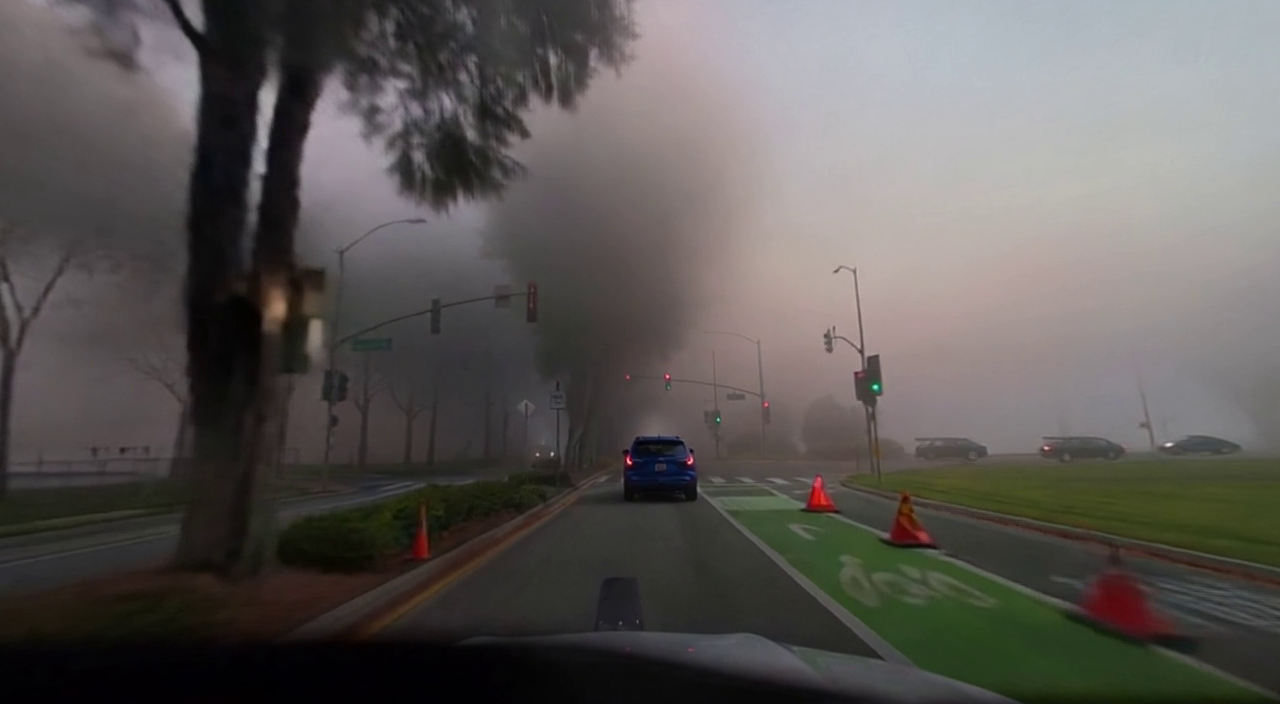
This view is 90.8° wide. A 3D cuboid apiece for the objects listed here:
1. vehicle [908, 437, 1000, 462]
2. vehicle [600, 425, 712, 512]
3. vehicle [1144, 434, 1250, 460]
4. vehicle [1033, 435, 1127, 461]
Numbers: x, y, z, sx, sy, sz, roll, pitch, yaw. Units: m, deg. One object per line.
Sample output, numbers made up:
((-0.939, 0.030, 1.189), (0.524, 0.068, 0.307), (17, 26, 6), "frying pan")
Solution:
((18.879, 5.896, 38.143), (4.492, 1.422, 1.961), (0, -9, -1), "vehicle")
((0.344, 2.800, 15.670), (2.339, 1.790, 4.629), (0, -9, 0), "vehicle")
((33.492, 5.733, 38.051), (4.483, 1.481, 2.082), (0, -9, -3), "vehicle")
((26.693, 5.834, 38.385), (4.343, 1.518, 1.845), (0, -9, -3), "vehicle")
